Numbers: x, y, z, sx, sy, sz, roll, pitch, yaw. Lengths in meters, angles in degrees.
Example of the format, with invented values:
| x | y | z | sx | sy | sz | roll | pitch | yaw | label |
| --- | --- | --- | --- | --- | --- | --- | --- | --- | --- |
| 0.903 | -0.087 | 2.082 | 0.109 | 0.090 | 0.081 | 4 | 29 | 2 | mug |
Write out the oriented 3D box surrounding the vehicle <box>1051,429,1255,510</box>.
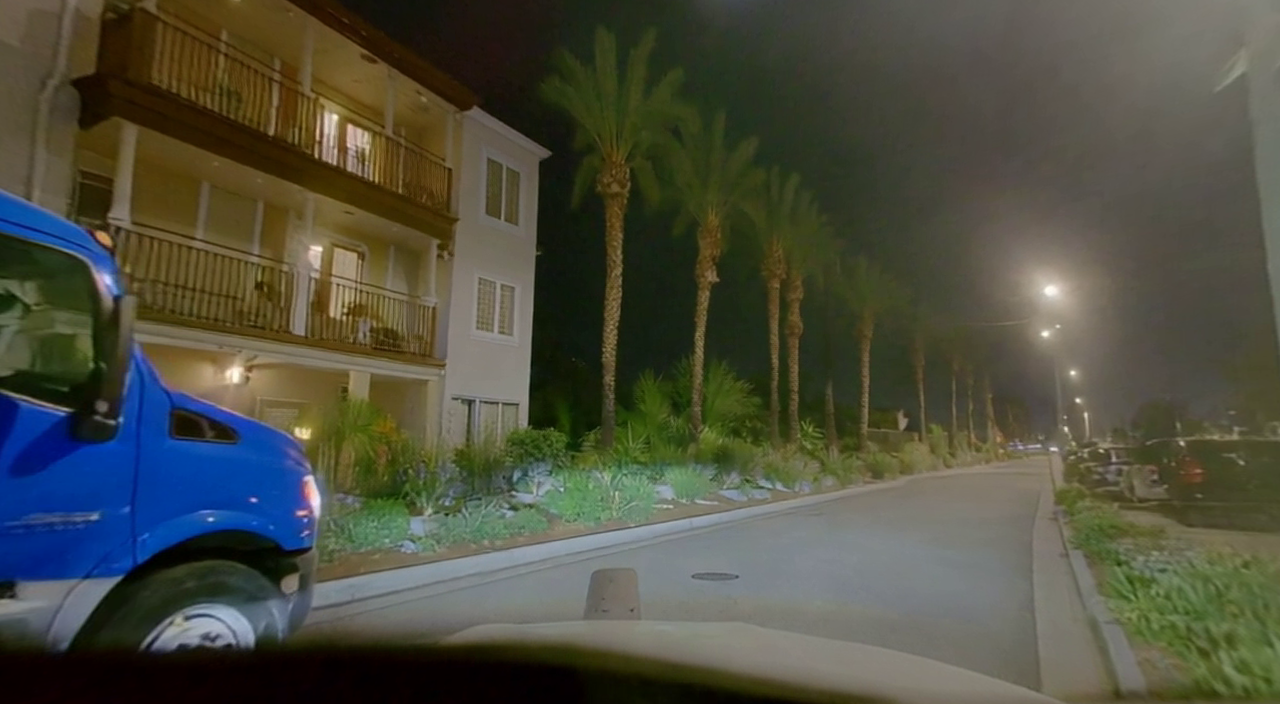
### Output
| x | y | z | sx | sy | sz | roll | pitch | yaw | label |
| --- | --- | --- | --- | --- | --- | --- | --- | --- | --- |
| 19.791 | 4.440 | 24.767 | 5.872 | 2.468 | 2.864 | -2 | -8 | 38 | vehicle |
